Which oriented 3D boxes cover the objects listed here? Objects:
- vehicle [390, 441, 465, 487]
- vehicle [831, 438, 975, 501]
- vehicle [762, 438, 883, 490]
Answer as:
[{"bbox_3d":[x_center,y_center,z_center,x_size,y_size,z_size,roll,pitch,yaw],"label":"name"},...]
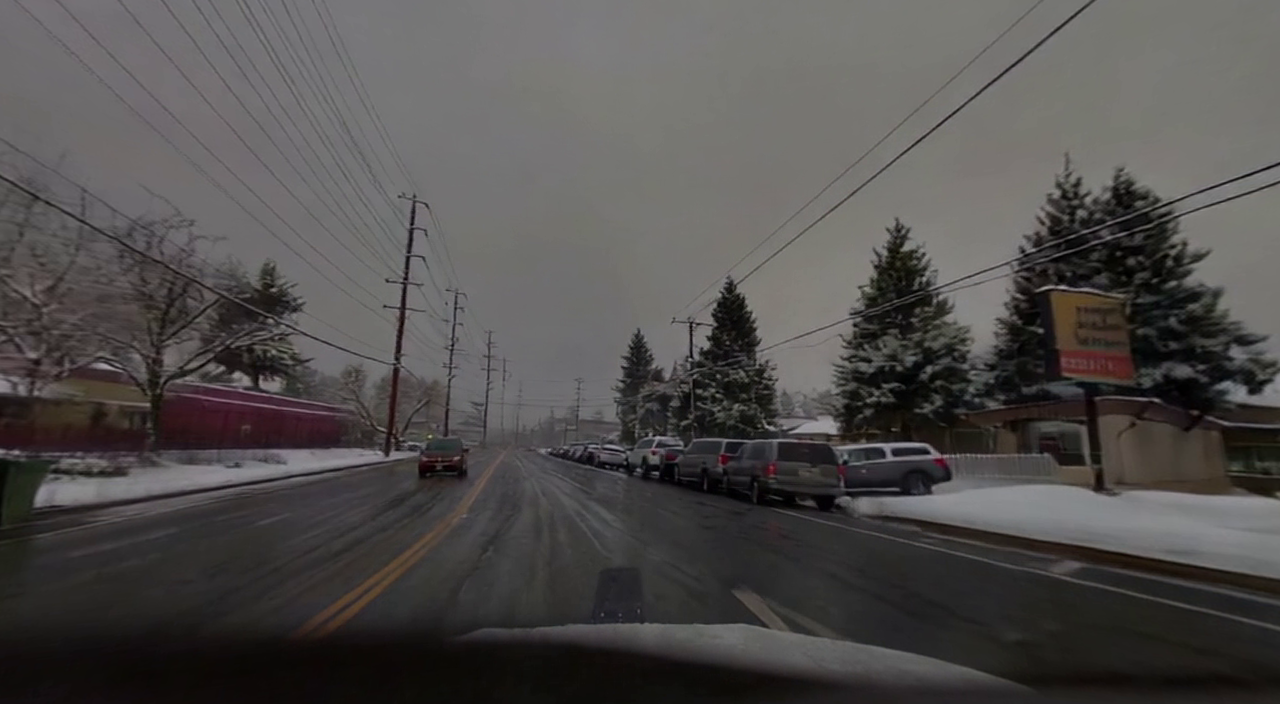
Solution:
[{"bbox_3d":[-7.780,4.105,23.444,2.122,1.517,4.465,1,-9,-12],"label":"vehicle"},{"bbox_3d":[7.585,3.225,17.877,2.074,1.526,4.853,-8,-12,43],"label":"vehicle"},{"bbox_3d":[6.348,3.774,21.615,2.057,1.564,4.502,-8,-12,43],"label":"vehicle"}]
